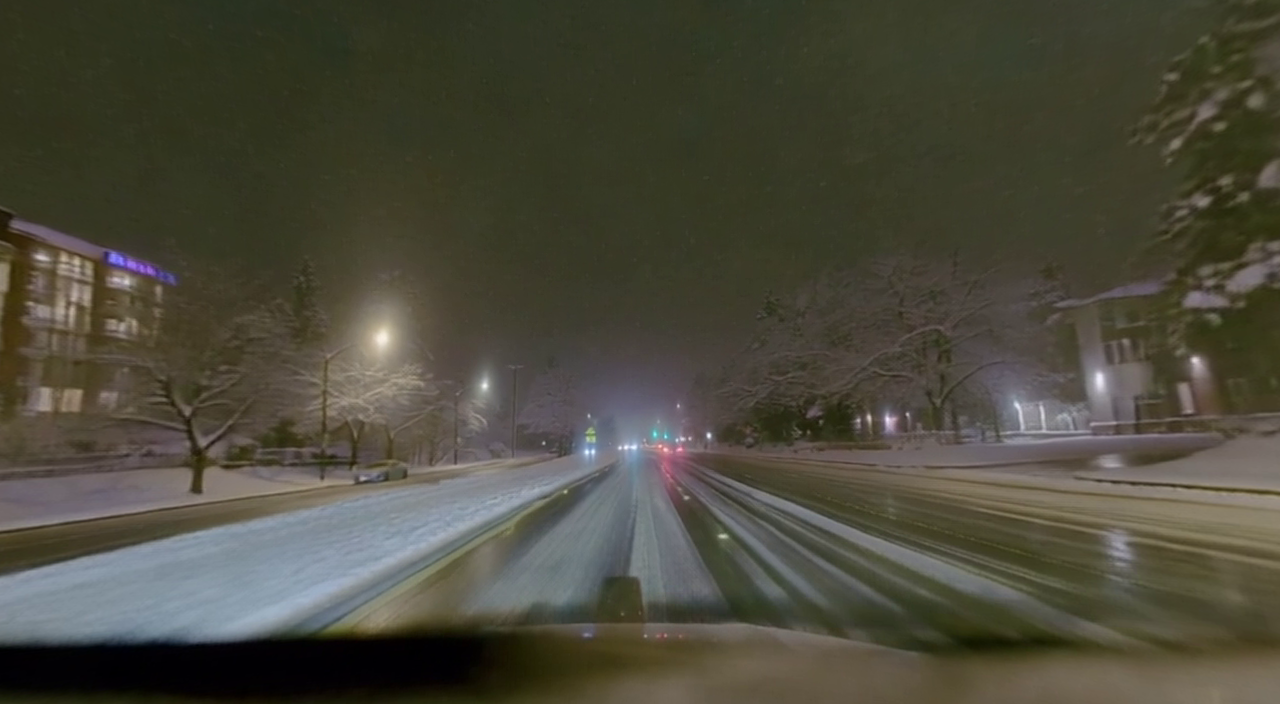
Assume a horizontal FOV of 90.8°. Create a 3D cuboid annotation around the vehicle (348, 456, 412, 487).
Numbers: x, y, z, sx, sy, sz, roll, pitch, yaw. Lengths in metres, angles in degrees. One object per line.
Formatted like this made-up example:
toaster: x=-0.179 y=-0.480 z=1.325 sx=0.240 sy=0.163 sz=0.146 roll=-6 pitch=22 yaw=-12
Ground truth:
vehicle: x=-15.861 y=7.266 z=38.789 sx=1.975 sy=1.629 sz=4.491 roll=0 pitch=-8 yaw=0
